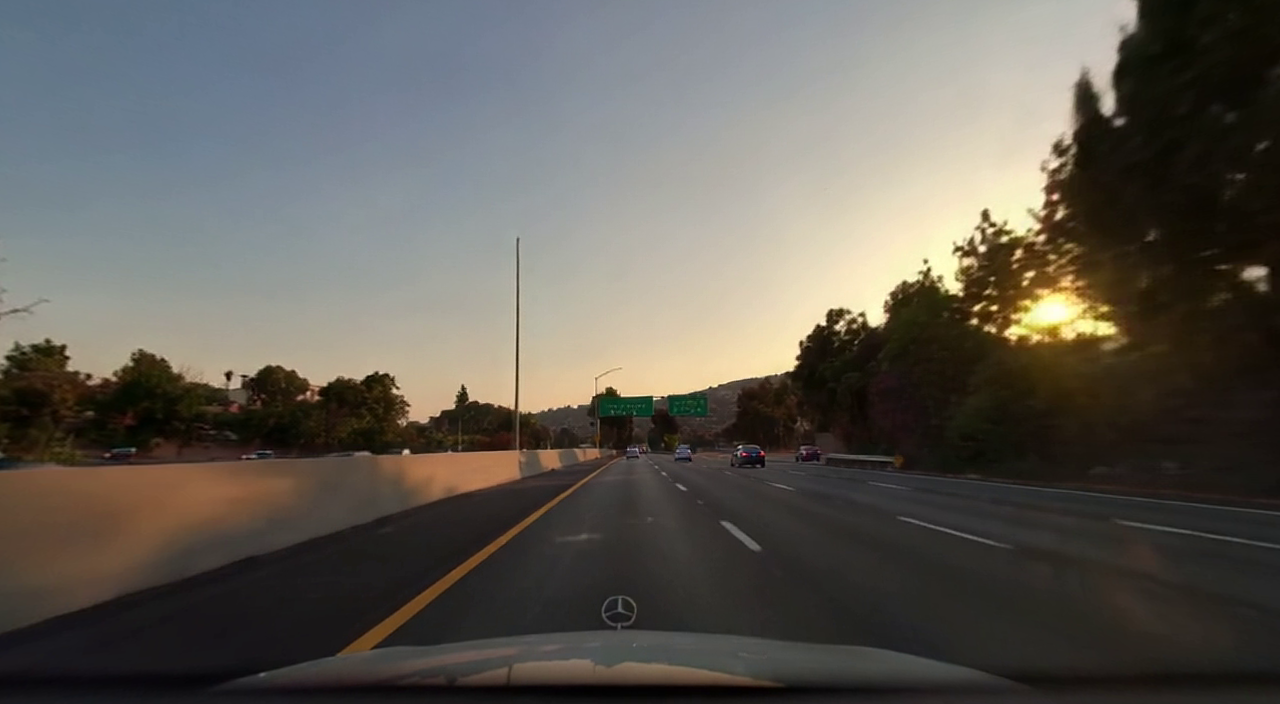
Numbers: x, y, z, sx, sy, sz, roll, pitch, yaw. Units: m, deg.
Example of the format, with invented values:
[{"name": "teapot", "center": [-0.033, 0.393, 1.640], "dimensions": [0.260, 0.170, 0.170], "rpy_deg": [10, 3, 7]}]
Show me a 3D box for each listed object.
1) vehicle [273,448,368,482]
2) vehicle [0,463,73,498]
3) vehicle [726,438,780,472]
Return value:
[{"name": "vehicle", "center": [-15.778, 5.590, 31.562], "dimensions": [2.129, 1.515, 5.071], "rpy_deg": [0, -8, -1]}, {"name": "vehicle", "center": [-31.214, 6.327, 31.273], "dimensions": [1.849, 1.529, 4.869], "rpy_deg": [0, -8, -2]}, {"name": "vehicle", "center": [6.092, 5.600, 34.486], "dimensions": [2.030, 1.706, 4.279], "rpy_deg": [0, -8, -2]}]
